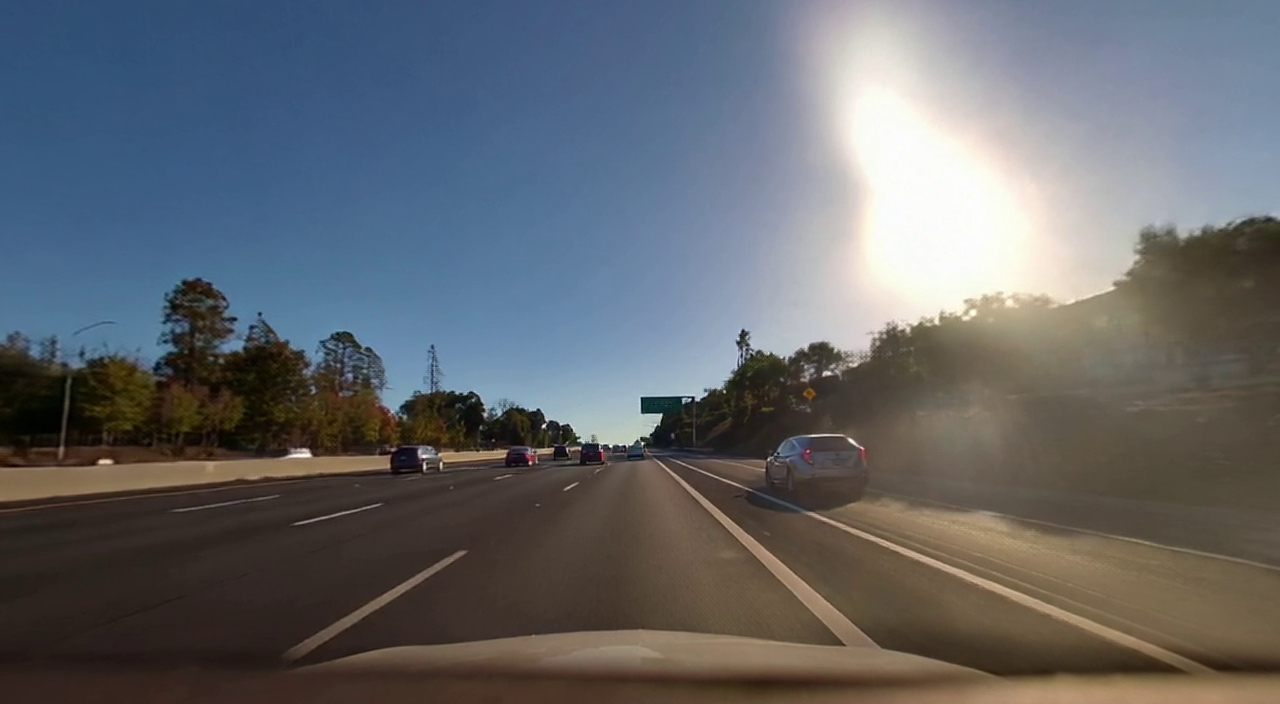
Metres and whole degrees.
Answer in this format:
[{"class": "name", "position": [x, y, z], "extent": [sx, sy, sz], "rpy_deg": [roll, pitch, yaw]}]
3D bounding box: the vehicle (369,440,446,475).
[{"class": "vehicle", "position": [-11.546, 5.257, 31.634], "extent": [2.107, 1.628, 4.446], "rpy_deg": [0, -9, 0]}]

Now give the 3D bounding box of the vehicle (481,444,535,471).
[{"class": "vehicle", "position": [-7.550, 6.085, 36.553], "extent": [2.071, 1.486, 4.703], "rpy_deg": [0, -9, 0]}]

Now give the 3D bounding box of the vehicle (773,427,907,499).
[{"class": "vehicle", "position": [5.636, 3.212, 18.608], "extent": [2.259, 1.816, 4.862], "rpy_deg": [0, -9, -1]}]

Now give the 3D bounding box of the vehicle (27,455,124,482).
[{"class": "vehicle", "position": [-34.684, 7.154, 38.866], "extent": [1.882, 1.534, 4.367], "rpy_deg": [0, -9, -1]}]
